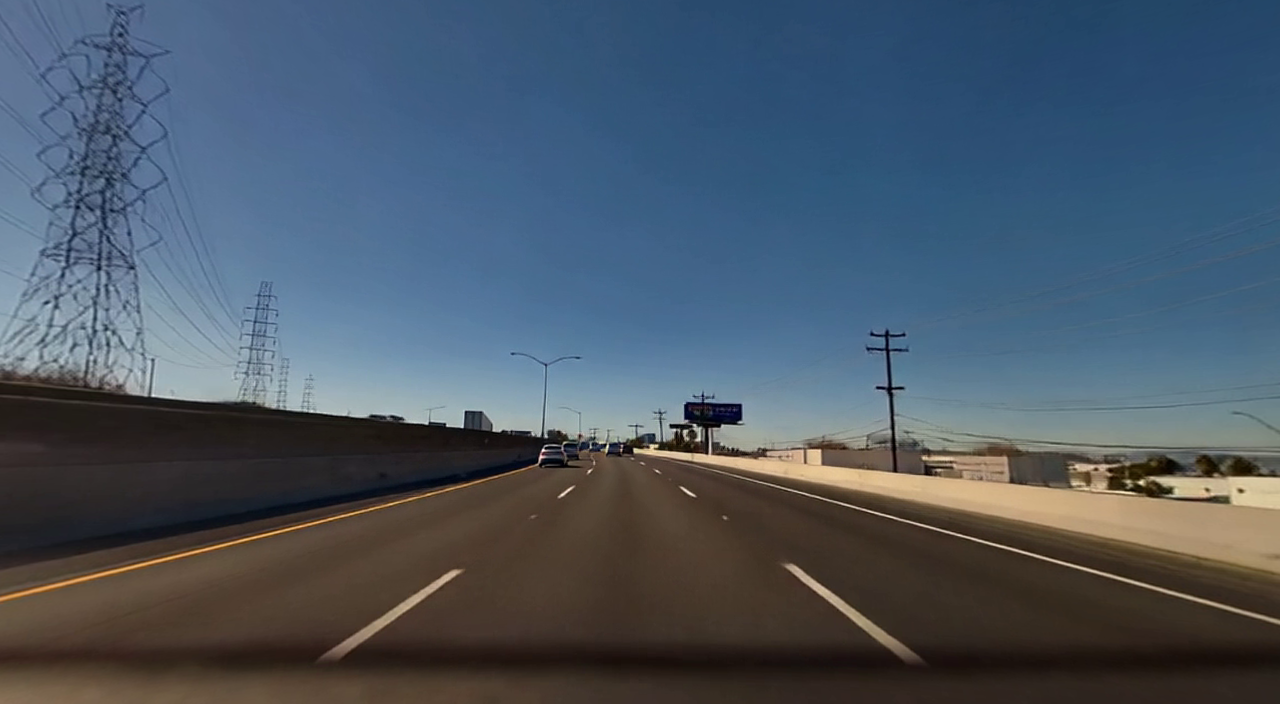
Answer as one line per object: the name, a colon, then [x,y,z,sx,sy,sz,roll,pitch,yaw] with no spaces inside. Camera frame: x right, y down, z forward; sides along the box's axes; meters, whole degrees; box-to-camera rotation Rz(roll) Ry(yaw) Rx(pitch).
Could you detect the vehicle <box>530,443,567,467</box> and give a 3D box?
vehicle: [-5.729,6.495,40.193,1.921,1.420,4.078,0,-8,-3]
